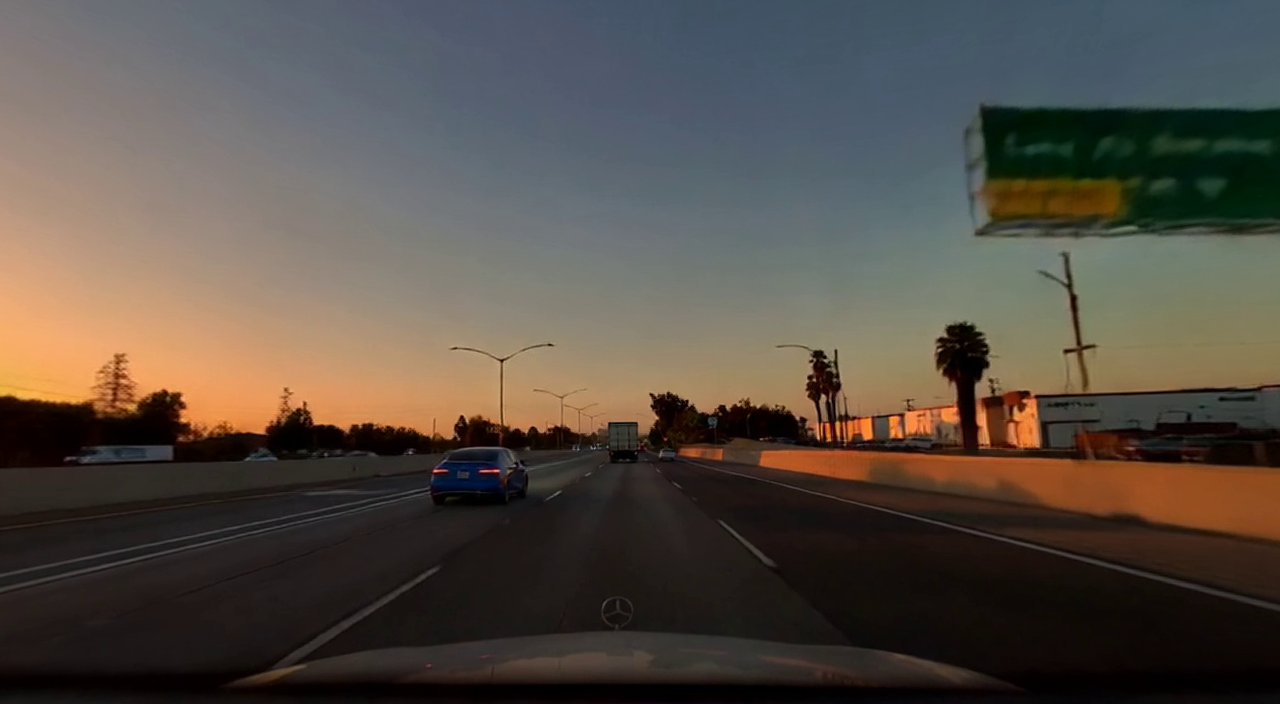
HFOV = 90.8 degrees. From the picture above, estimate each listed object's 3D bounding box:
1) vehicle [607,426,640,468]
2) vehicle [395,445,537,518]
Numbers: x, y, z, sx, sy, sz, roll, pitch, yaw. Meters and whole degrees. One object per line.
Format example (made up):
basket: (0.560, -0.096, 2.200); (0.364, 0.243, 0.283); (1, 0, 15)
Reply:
vehicle: (-1.281, 7.204, 48.115); (2.364, 2.953, 6.495); (0, -9, -2)
vehicle: (-3.850, 2.926, 14.887); (2.097, 1.447, 4.291); (0, -9, 0)
